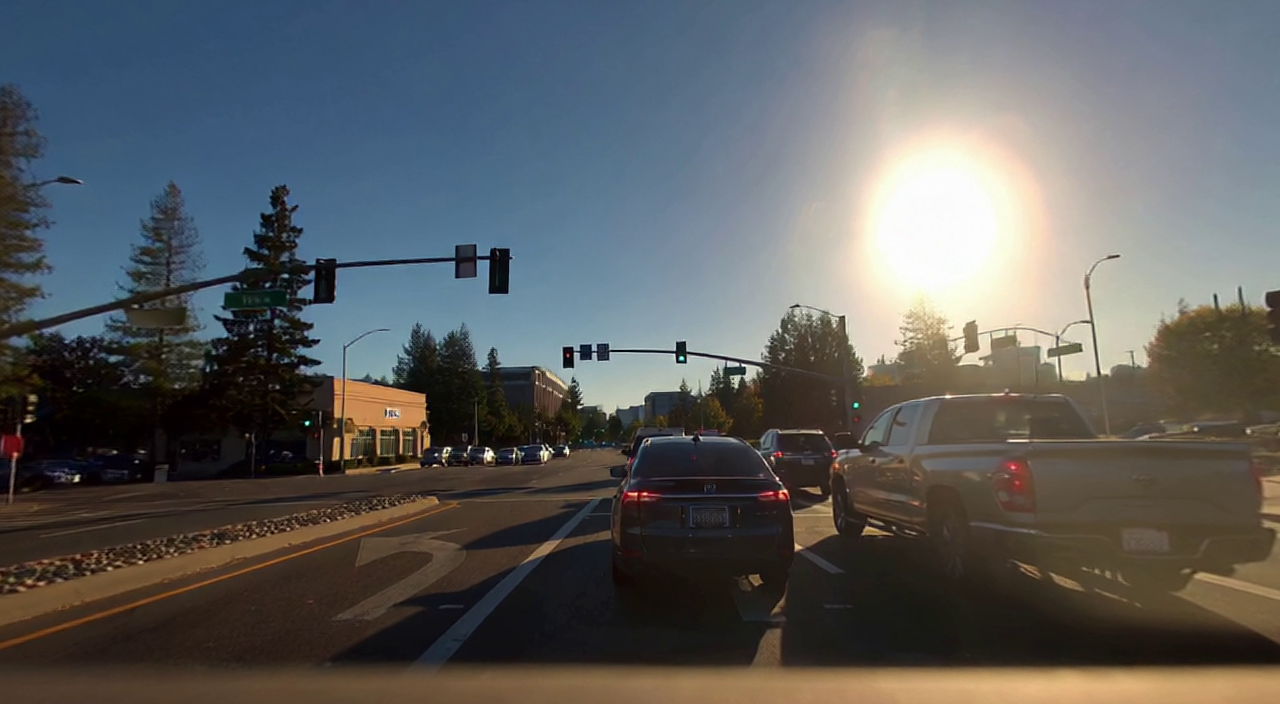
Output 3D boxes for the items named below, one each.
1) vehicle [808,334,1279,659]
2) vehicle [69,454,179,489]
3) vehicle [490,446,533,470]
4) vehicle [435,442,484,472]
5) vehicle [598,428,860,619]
[{"bbox_3d":[3.798,1.308,6.853,2.358,2.116,5.328,0,-8,-1],"label":"vehicle"},{"bbox_3d":[-29.082,6.695,35.600,4.789,1.828,2.025,-2,-9,10],"label":"vehicle"},{"bbox_3d":[-8.443,7.007,41.874,2.002,1.469,4.301,0,-8,-1],"label":"vehicle"},{"bbox_3d":[-11.874,6.910,41.818,1.991,1.844,4.393,0,-8,-1],"label":"vehicle"},{"bbox_3d":[0.610,1.599,6.819,2.038,1.447,3.756,0,-8,-3],"label":"vehicle"}]
